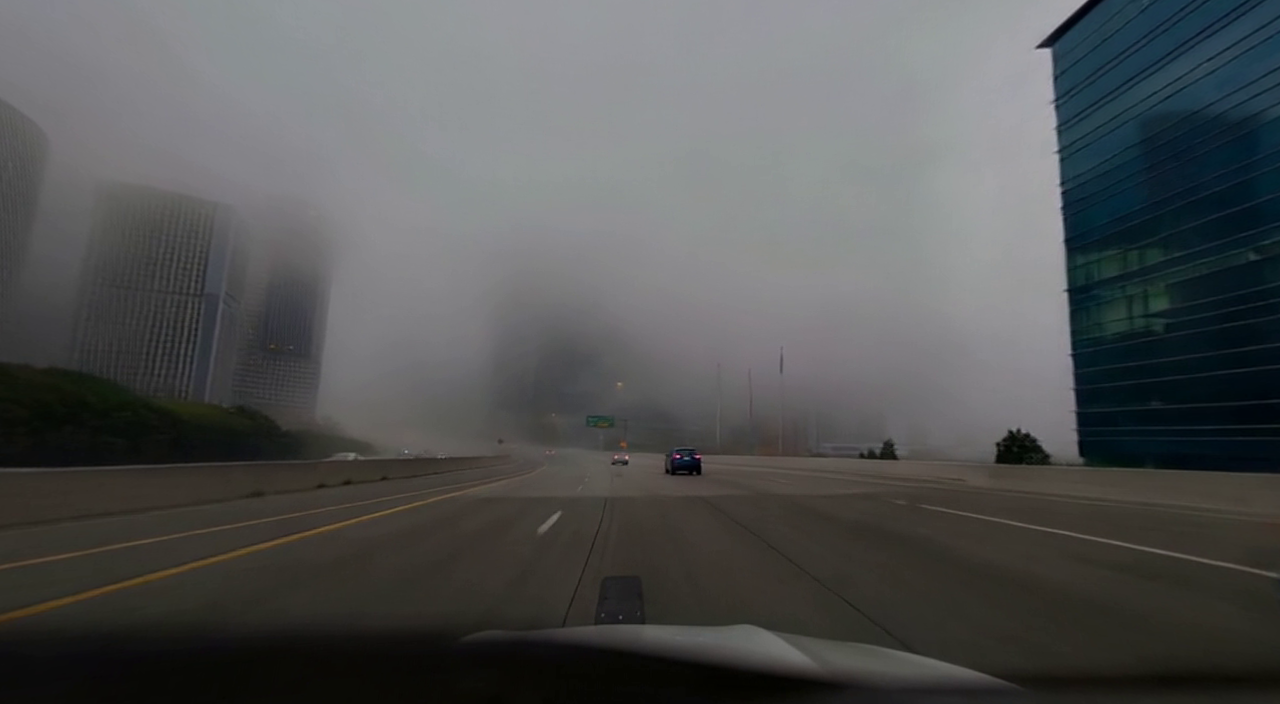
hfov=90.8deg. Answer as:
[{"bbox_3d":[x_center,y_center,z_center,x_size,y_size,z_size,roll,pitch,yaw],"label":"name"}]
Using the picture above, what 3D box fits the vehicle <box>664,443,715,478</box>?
[{"bbox_3d":[2.653,5.966,35.156,2.110,1.780,4.682,0,-8,-5],"label":"vehicle"}]
